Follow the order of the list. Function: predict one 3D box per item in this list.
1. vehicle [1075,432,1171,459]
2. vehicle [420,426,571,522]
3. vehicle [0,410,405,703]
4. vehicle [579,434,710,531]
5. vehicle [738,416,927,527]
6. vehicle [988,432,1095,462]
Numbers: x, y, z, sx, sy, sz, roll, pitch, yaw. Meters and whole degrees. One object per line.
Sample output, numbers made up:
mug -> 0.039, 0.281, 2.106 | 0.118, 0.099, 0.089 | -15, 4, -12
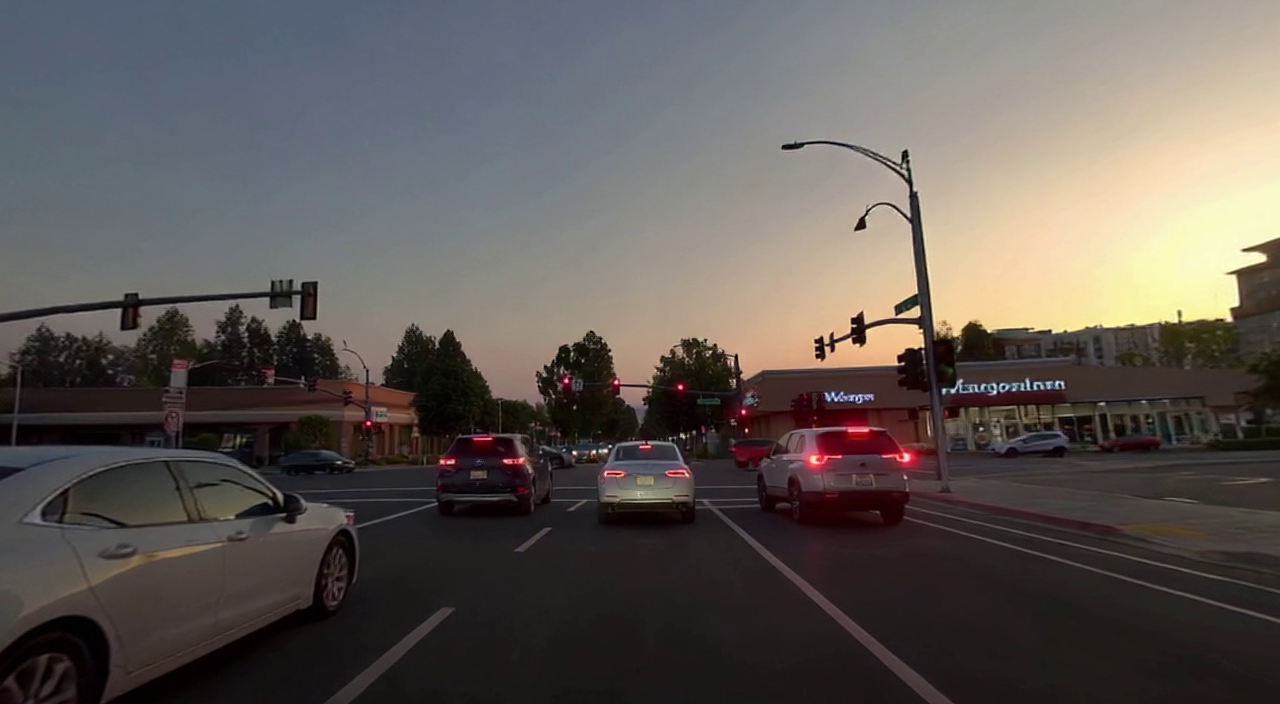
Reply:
vehicle -> 30.547, 5.927, 39.914 | 4.432, 1.680, 1.932 | 0, -9, 2
vehicle -> -2.827, 2.509, 13.407 | 2.072, 1.694, 4.070 | -1, -9, 2
vehicle -> -3.332, 1.206, 3.892 | 2.014, 1.472, 4.357 | 0, -9, 1
vehicle -> 0.113, 2.353, 11.875 | 2.032, 1.499, 3.994 | 0, -9, 1
vehicle -> 3.305, 2.183, 11.948 | 2.076, 1.691, 4.402 | 0, -9, -2
vehicle -> 23.339, 5.535, 36.725 | 4.781, 1.700, 1.986 | 0, -9, 1
